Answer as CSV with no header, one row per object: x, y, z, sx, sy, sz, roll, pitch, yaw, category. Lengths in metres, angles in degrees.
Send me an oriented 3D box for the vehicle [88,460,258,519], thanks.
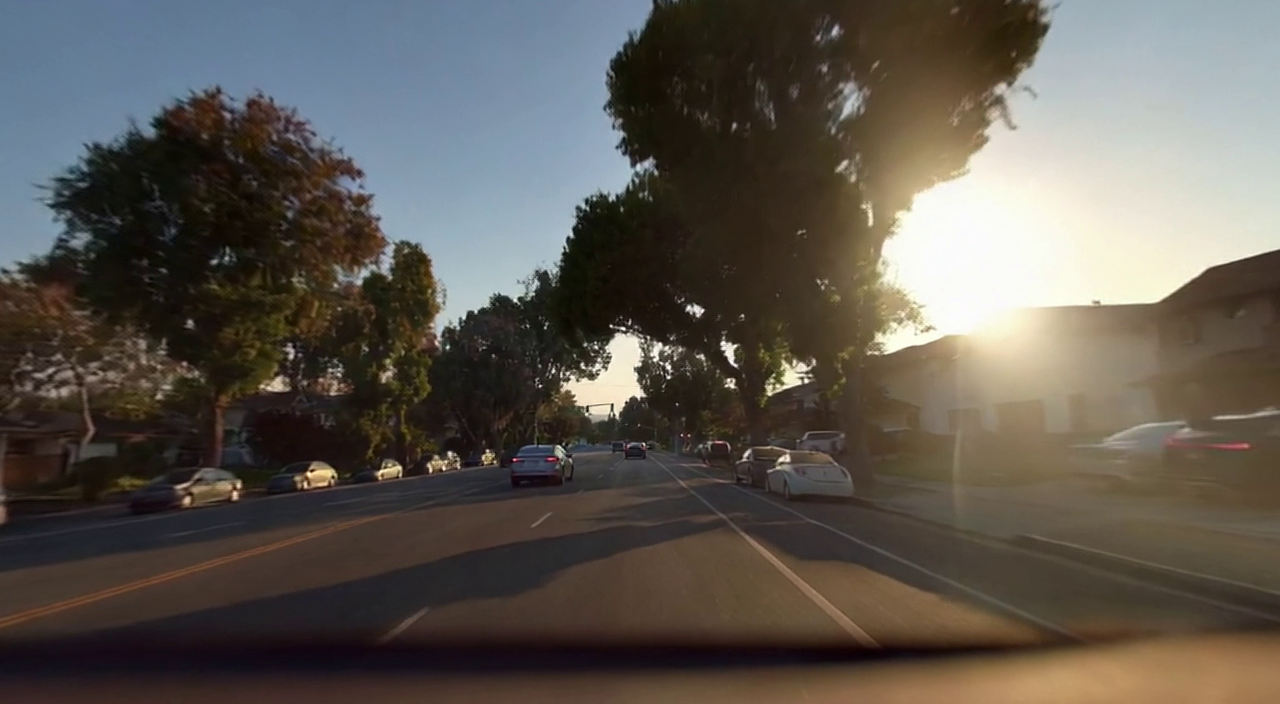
-14.605,4.287,20.199,1.898,1.530,4.675,0,-9,-1,vehicle

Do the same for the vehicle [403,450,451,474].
-14.593,7.523,43.563,1.830,1.511,4.734,0,-9,-2,vehicle

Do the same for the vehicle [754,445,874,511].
4.288,3.152,16.361,1.890,1.459,4.371,0,-9,1,vehicle

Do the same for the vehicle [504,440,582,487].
-3.319,3.908,22.515,2.027,1.477,4.413,0,-9,1,vehicle

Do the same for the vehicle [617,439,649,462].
-0.455,6.763,43.352,2.088,1.495,4.048,0,-9,0,vehicle

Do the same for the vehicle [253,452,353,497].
-14.693,5.320,27.868,1.914,1.747,4.550,0,-9,0,vehicle

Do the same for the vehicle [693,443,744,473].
4.177,5.727,34.411,1.928,1.479,5.069,0,-9,-2,vehicle

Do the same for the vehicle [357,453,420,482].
-14.654,6.732,37.136,1.827,1.480,4.738,0,-9,-1,vehicle

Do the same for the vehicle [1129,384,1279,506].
10.875,1.450,9.963,4.543,1.706,2.082,0,-9,-1,vehicle
